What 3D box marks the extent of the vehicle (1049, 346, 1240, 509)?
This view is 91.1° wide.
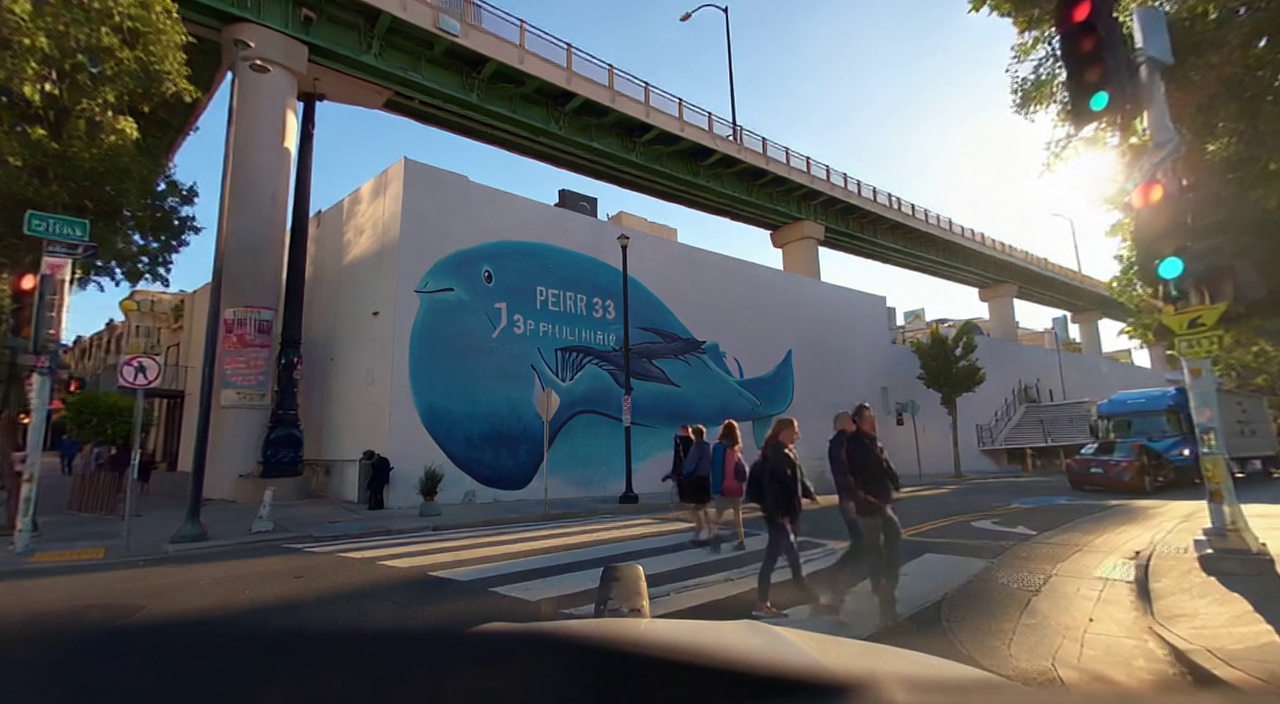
[{"bbox_3d":[15.748,2.381,19.243,9.347,3.893,2.849,7,-11,-42],"label":"vehicle"}]

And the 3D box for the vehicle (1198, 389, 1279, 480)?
[{"bbox_3d":[32.694,4.432,33.408,12.015,4.103,2.920,8,-11,-43],"label":"vehicle"}]
